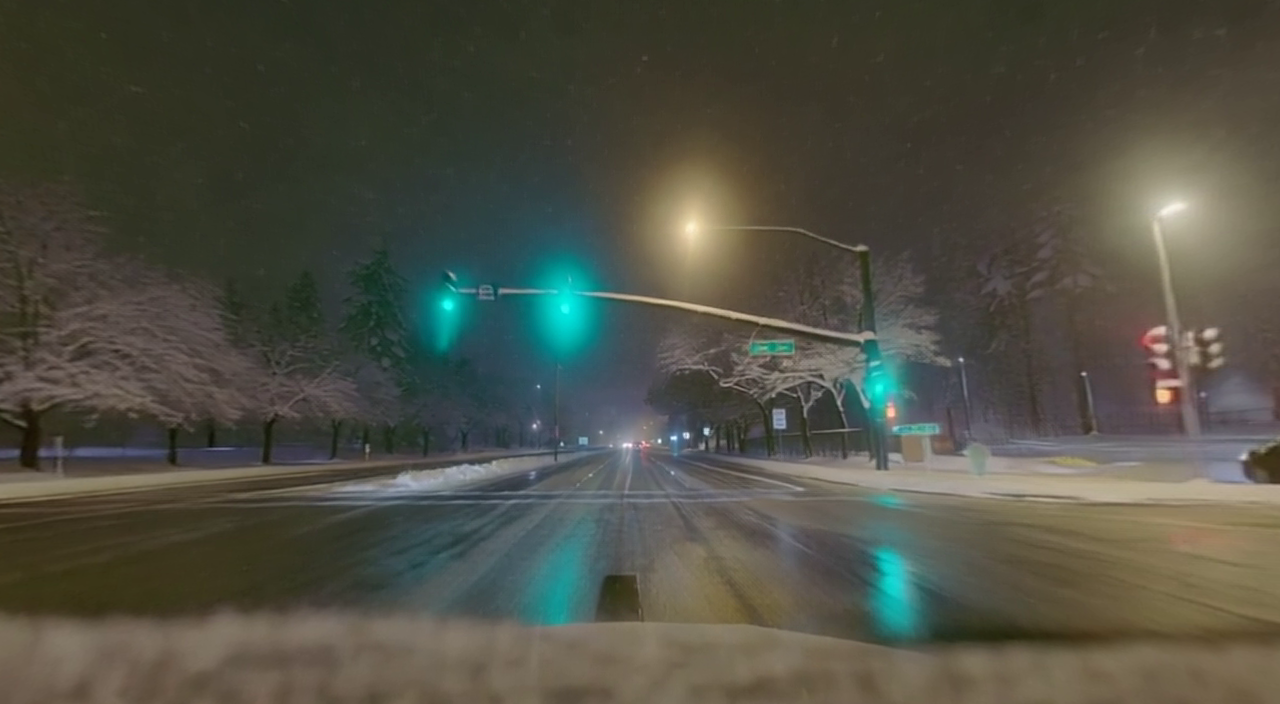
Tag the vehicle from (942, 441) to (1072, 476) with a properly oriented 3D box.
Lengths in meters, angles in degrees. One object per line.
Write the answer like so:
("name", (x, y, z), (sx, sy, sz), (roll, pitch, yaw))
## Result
("vehicle", (16.067, 4.656, 27.824), (4.483, 1.452, 1.924), (0, -8, 0))
